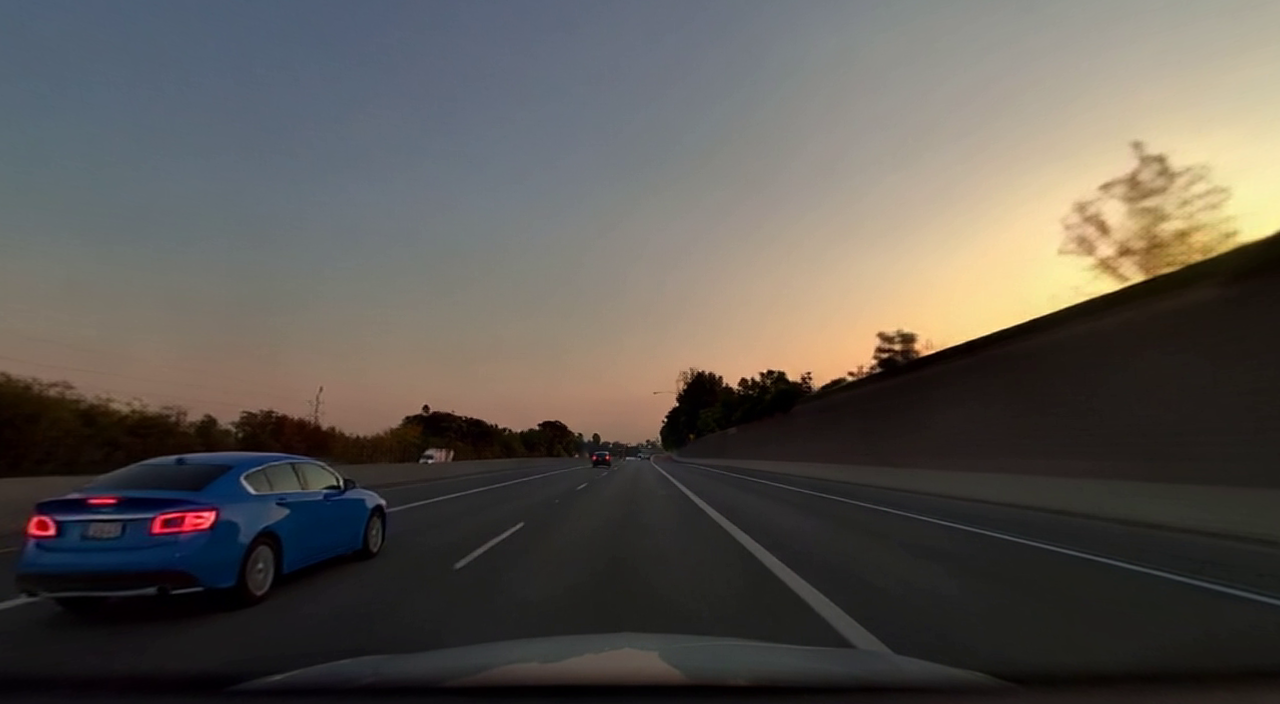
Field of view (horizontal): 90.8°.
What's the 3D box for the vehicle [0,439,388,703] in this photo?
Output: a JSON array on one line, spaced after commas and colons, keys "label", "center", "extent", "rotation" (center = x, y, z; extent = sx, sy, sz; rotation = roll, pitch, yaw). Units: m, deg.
[{"label": "vehicle", "center": [-3.926, 1.516, 5.352], "extent": [1.935, 1.479, 3.787], "rotation": [0, -9, 1]}]
